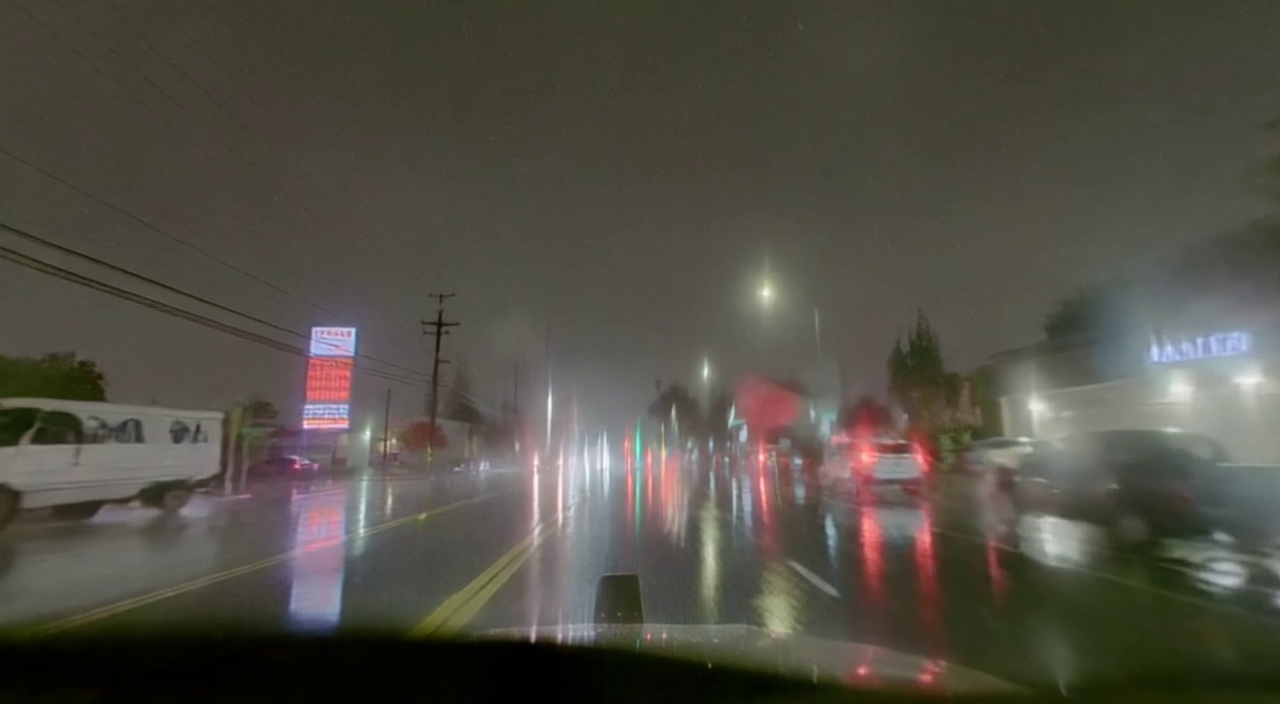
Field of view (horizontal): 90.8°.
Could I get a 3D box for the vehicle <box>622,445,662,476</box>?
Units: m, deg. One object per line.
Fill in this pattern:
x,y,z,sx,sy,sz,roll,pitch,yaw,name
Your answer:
0.070,5.942,34.839,2.067,1.547,4.513,0,-8,-1,vehicle

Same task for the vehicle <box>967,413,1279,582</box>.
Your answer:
7.909,2.074,10.118,2.188,1.897,5.794,0,-8,0,vehicle

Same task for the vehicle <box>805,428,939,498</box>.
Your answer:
7.633,3.721,21.684,2.370,2.022,5.918,0,-8,0,vehicle

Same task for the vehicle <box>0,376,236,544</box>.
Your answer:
-14.207,2.688,16.175,2.865,3.346,7.163,0,-8,0,vehicle

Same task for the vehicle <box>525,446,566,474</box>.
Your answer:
-6.231,7.139,42.046,2.096,1.702,4.244,0,-8,0,vehicle

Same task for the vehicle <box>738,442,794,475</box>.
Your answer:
7.640,6.508,38.950,2.188,1.903,5.324,0,-8,-2,vehicle

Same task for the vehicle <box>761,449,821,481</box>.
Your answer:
7.719,5.796,32.680,1.833,1.475,4.648,0,-8,-2,vehicle
